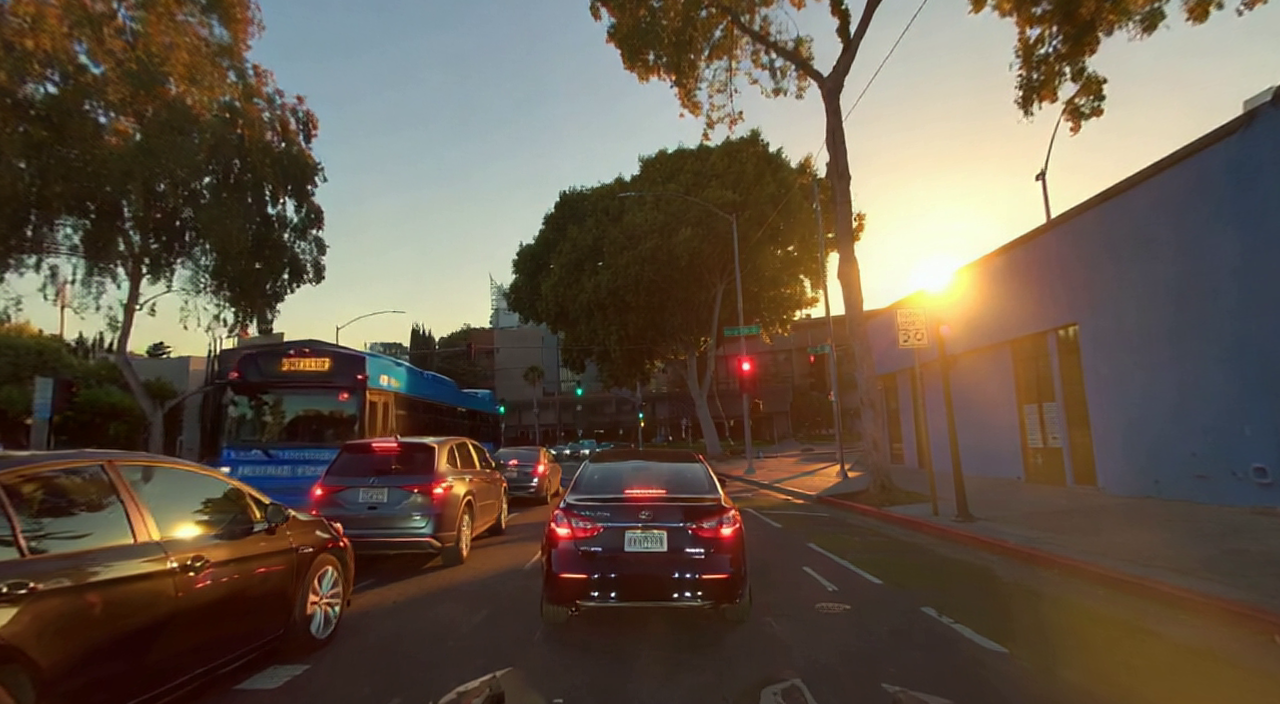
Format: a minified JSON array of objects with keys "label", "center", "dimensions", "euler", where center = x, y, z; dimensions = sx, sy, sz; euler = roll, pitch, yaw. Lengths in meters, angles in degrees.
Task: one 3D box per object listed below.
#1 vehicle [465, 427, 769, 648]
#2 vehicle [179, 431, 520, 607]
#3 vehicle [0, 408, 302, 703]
[{"label":"vehicle","center":[-0.141,1.525,6.180],"dimensions":[2.031,1.461,3.763],"euler":[0,-8,0]},{"label":"vehicle","center":[-2.914,1.754,7.643],"dimensions":[1.944,1.481,4.385],"euler":[0,-8,1]},{"label":"vehicle","center":[-3.167,0.881,1.742],"dimensions":[1.867,1.486,4.452],"euler":[0,-8,2]}]
